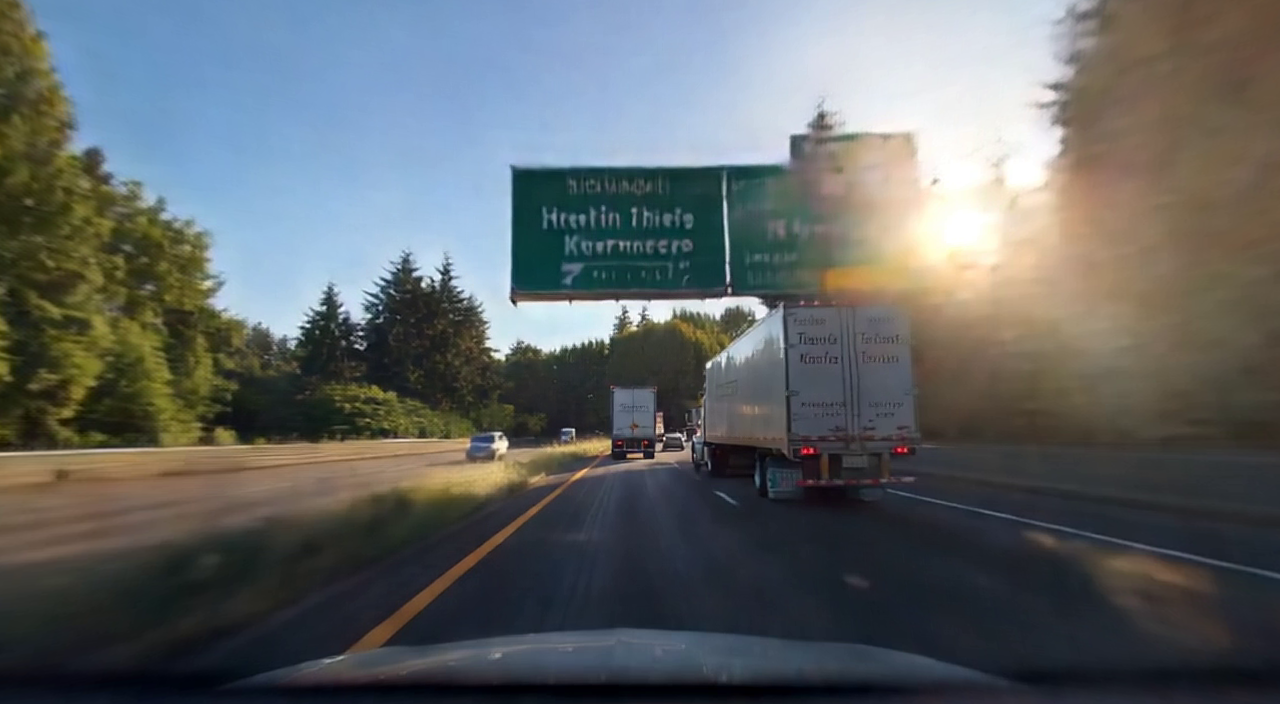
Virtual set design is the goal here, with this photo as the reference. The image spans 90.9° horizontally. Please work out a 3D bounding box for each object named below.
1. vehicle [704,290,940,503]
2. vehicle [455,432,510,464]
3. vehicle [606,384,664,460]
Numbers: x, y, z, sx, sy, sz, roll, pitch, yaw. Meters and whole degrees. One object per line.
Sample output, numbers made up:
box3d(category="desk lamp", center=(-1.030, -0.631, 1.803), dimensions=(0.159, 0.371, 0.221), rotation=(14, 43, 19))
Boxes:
box3d(category="vehicle", center=(4.221, 1.797, 19.429), dimensions=(2.856, 4.145, 14.500), rotation=(0, -8, 0))
box3d(category="vehicle", center=(-9.032, 5.506, 36.511), dimensions=(1.997, 1.712, 4.498), rotation=(0, -8, 0))
box3d(category="vehicle", center=(-0.319, 4.281, 37.572), dimensions=(2.958, 3.917, 10.196), rotation=(0, -8, -1))
